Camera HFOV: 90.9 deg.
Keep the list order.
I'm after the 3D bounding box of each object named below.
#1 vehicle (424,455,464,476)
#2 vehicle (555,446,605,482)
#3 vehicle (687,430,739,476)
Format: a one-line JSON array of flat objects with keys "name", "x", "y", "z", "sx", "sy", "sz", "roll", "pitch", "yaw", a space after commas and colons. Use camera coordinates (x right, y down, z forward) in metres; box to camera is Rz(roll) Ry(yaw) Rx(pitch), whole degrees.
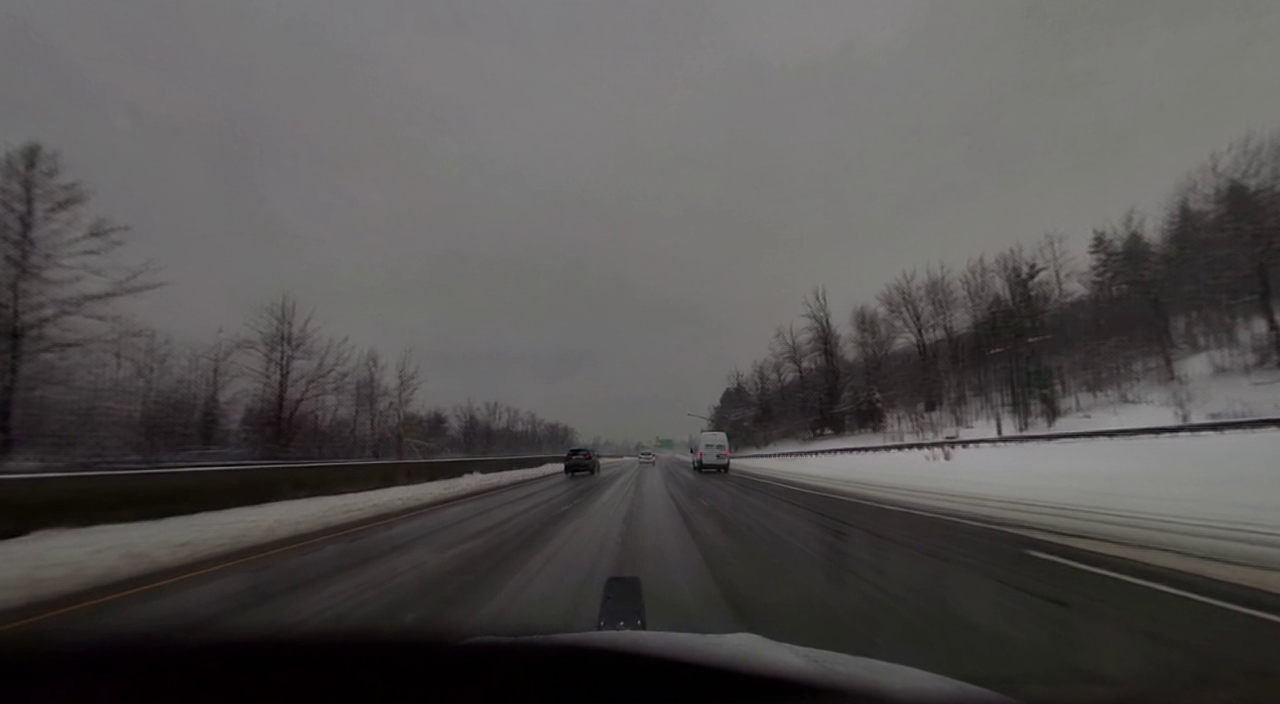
[{"name": "vehicle", "x": -15.305, "y": 8.854, "z": 49.325, "sx": 1.830, "sy": 1.557, "sz": 3.942, "roll": 0, "pitch": -9, "yaw": 1}, {"name": "vehicle", "x": -2.819, "y": 5.390, "z": 30.621, "sx": 1.964, "sy": 1.618, "sz": 4.489, "roll": 0, "pitch": -9, "yaw": 1}, {"name": "vehicle", "x": 4.354, "y": 6.167, "z": 38.682, "sx": 2.469, "sy": 2.591, "sz": 5.653, "roll": 0, "pitch": -9, "yaw": 0}]
